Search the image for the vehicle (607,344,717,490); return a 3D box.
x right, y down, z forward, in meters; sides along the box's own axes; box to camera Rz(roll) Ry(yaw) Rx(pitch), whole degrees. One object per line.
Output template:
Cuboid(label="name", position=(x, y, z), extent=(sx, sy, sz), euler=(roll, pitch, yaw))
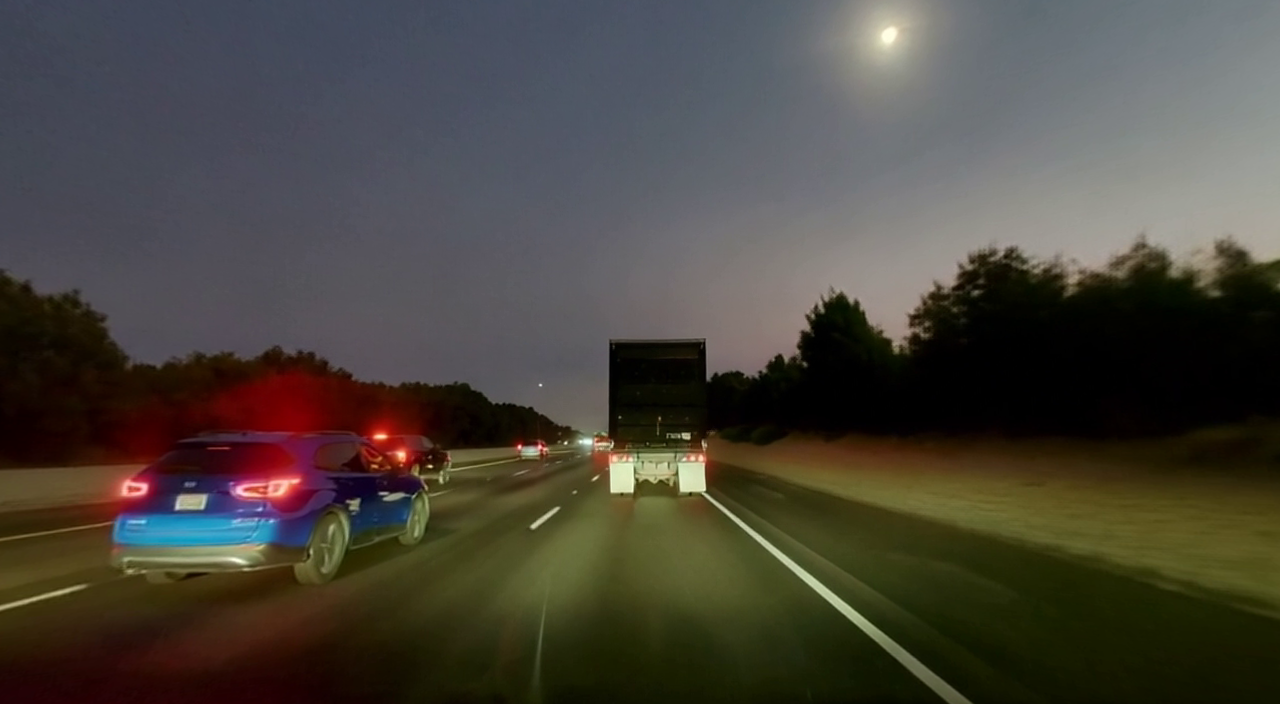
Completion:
Cuboid(label="vehicle", position=(0.595, 2.483, 21.988), extent=(2.870, 3.841, 10.653), euler=(0, -8, 0))

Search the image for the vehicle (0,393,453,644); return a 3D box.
Cuboid(label="vehicle", position=(-3.611, 1.434, 6.428), extent=(2.077, 1.671, 4.249), euler=(0, -8, 0))

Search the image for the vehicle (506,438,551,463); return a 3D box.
Cuboid(label="vehicle", position=(-6.809, 6.079, 38.891), extent=(1.882, 1.451, 4.416), euler=(0, -8, 1))
